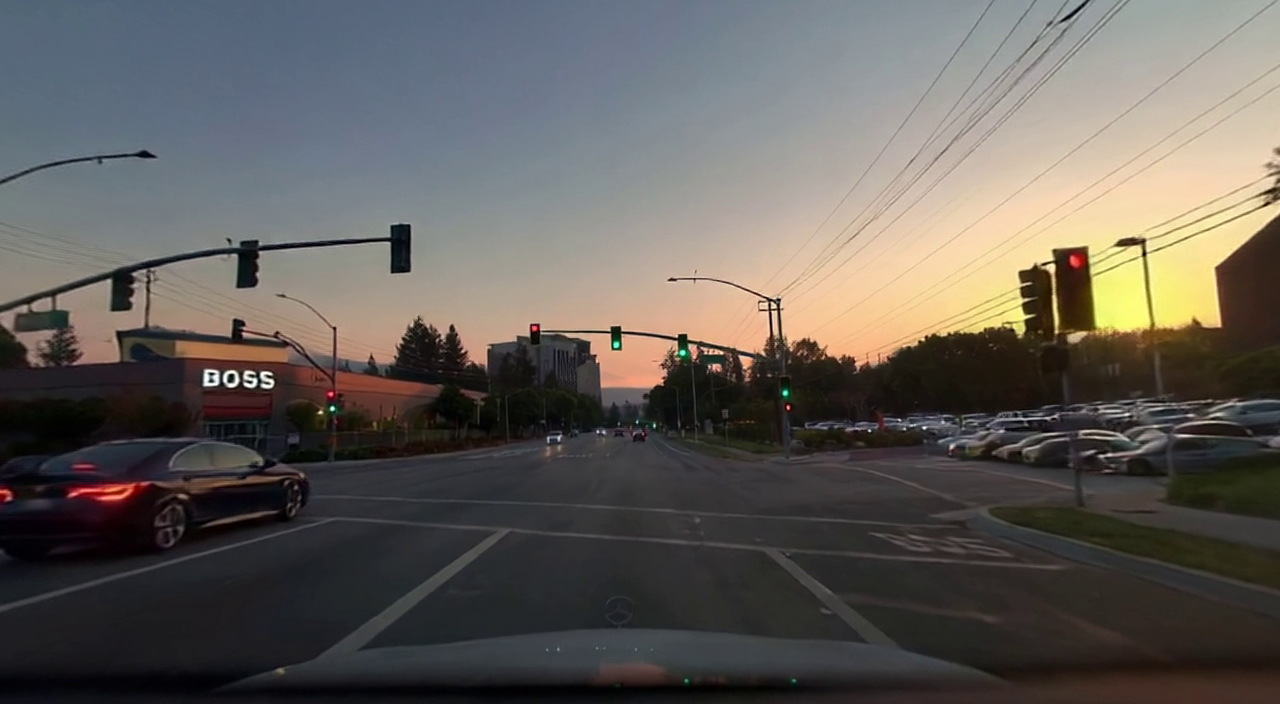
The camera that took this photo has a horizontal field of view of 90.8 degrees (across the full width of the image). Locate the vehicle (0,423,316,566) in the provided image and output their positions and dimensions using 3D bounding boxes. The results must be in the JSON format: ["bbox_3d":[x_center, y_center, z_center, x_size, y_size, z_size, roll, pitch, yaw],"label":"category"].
[{"bbox_3d":[-6.449,1.786,8.661,1.928,1.451,4.219,0,-9,-3],"label":"vehicle"}]
